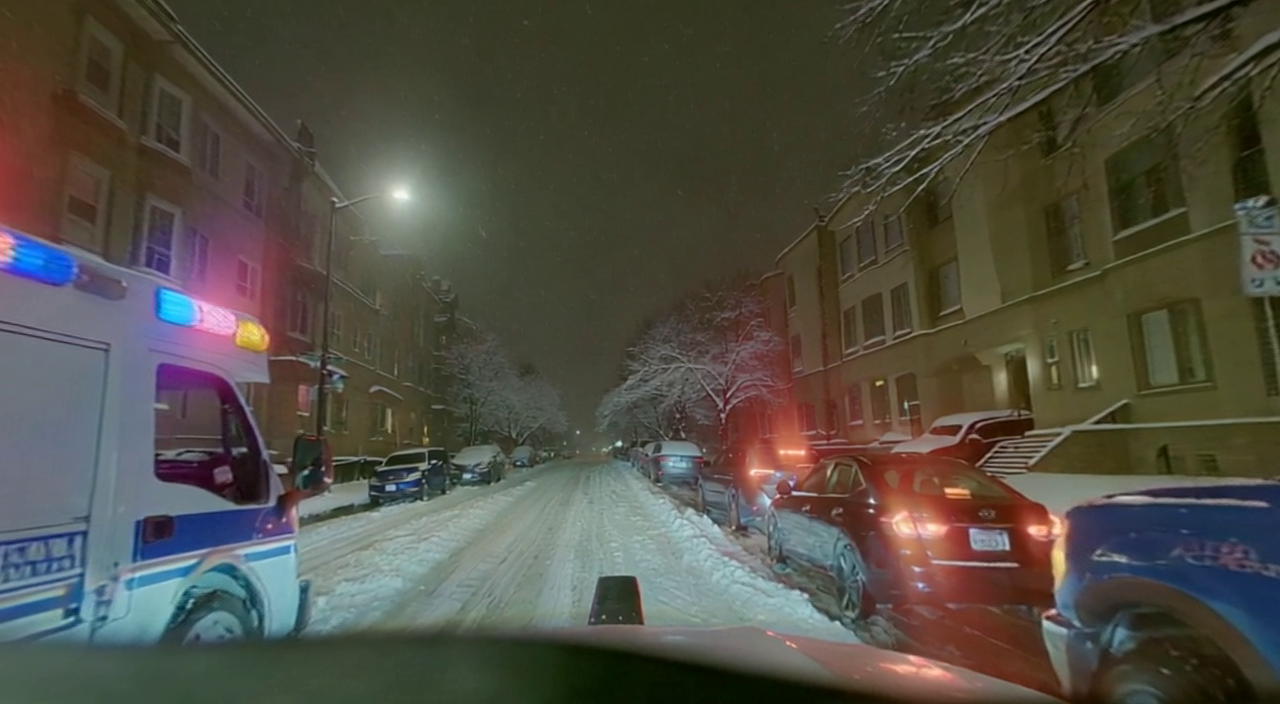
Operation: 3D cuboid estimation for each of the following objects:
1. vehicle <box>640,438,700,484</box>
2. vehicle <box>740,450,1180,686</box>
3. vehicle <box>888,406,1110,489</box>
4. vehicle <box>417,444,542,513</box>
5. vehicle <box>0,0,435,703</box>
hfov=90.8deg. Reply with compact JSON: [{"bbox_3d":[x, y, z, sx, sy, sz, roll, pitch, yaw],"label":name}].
[{"bbox_3d":[1.107,4.345,25.439,1.878,1.664,4.033,1,-8,-5],"label":"vehicle"},{"bbox_3d":[2.276,1.622,5.961,1.720,1.333,4.233,1,-8,-4],"label":"vehicle"},{"bbox_3d":[9.066,2.457,16.249,4.416,1.784,1.929,-2,-10,-2],"label":"vehicle"},{"bbox_3d":[-3.919,3.146,16.293,1.966,1.515,4.394,0,-8,1],"label":"vehicle"},{"bbox_3d":[-2.659,0.101,0.689,2.705,2.859,6.875,0,-8,-2],"label":"vehicle"}]
